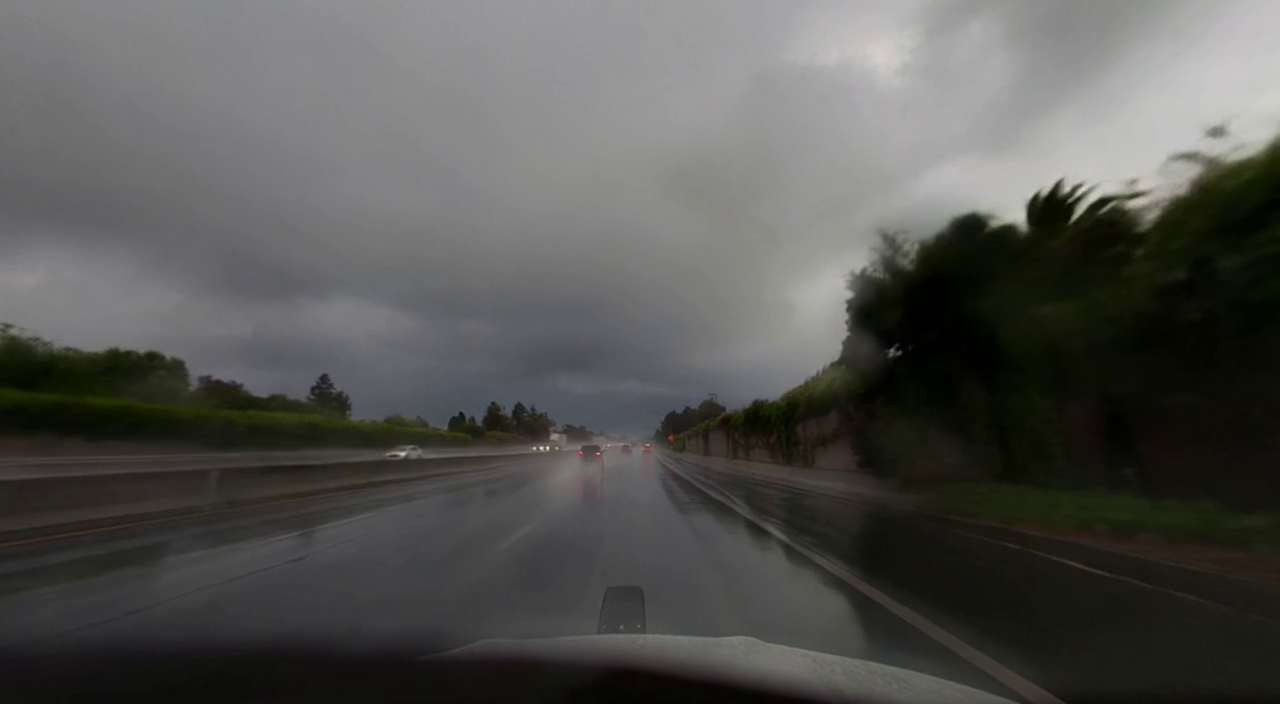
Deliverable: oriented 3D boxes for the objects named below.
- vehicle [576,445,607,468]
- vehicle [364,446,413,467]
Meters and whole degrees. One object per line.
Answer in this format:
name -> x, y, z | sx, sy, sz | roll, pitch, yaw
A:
vehicle -> -3.497, 7.582, 45.819 | 1.921, 1.536, 3.920 | 0, -9, 0
vehicle -> -18.832, 7.817, 47.438 | 1.823, 1.458, 4.400 | 0, -9, 1
